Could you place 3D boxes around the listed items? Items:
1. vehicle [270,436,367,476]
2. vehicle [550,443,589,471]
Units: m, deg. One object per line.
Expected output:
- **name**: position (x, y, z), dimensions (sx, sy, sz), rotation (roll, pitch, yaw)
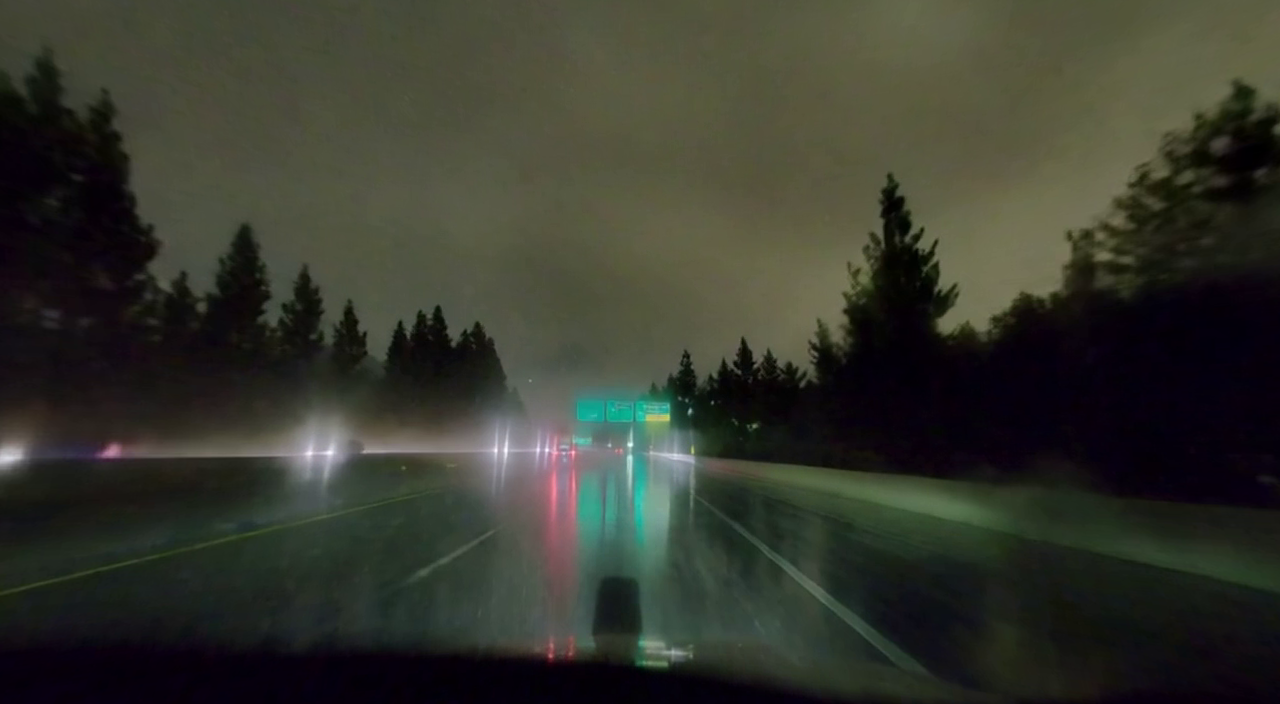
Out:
- **vehicle**: position (-12.981, 4.220, 25.602), dimensions (1.842, 1.495, 3.909), rotation (0, -9, 0)
- **vehicle**: position (-4.499, 6.810, 40.723), dimensions (2.098, 1.692, 4.038), rotation (0, -9, -1)
